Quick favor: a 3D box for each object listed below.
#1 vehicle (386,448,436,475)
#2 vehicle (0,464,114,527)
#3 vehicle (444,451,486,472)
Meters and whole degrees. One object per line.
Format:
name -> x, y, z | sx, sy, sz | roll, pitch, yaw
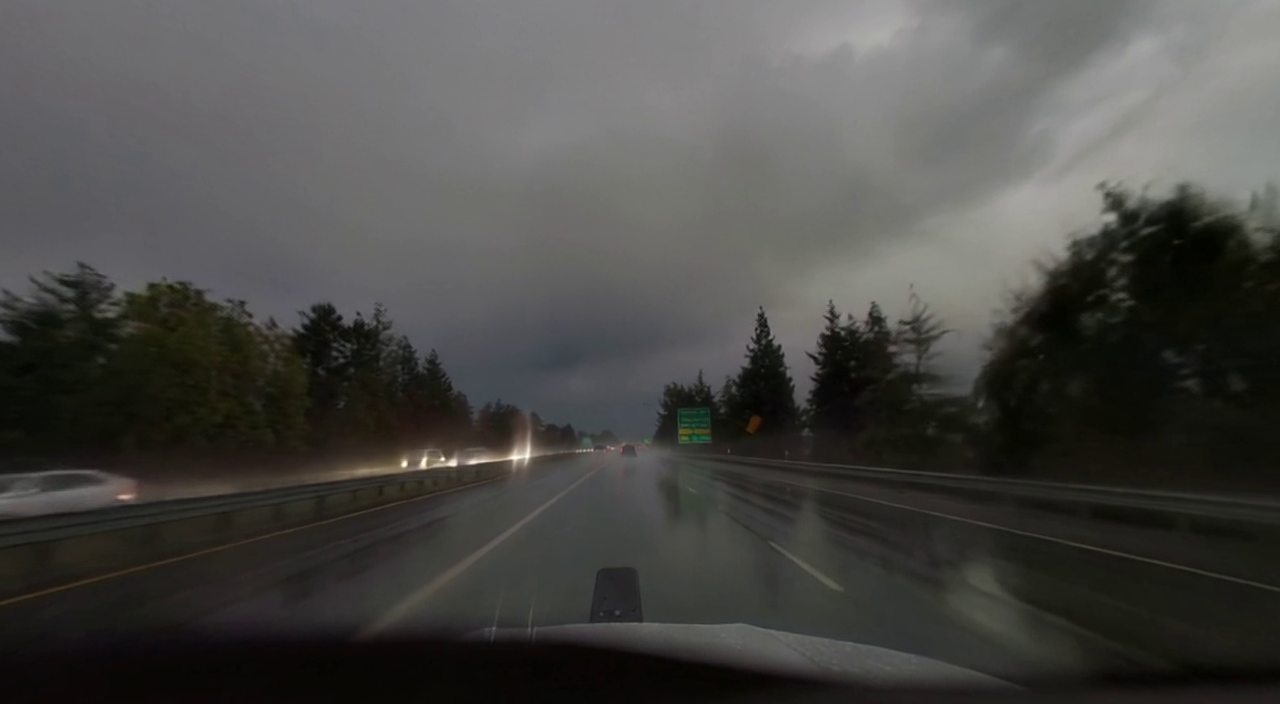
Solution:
vehicle -> -17.745, 8.487, 48.866 | 2.050, 1.942, 4.972 | 0, -9, -1
vehicle -> -17.692, 4.044, 17.916 | 1.805, 1.548, 4.020 | 0, -9, -1
vehicle -> -13.754, 8.614, 49.496 | 1.944, 1.518, 4.723 | 0, -9, -1
